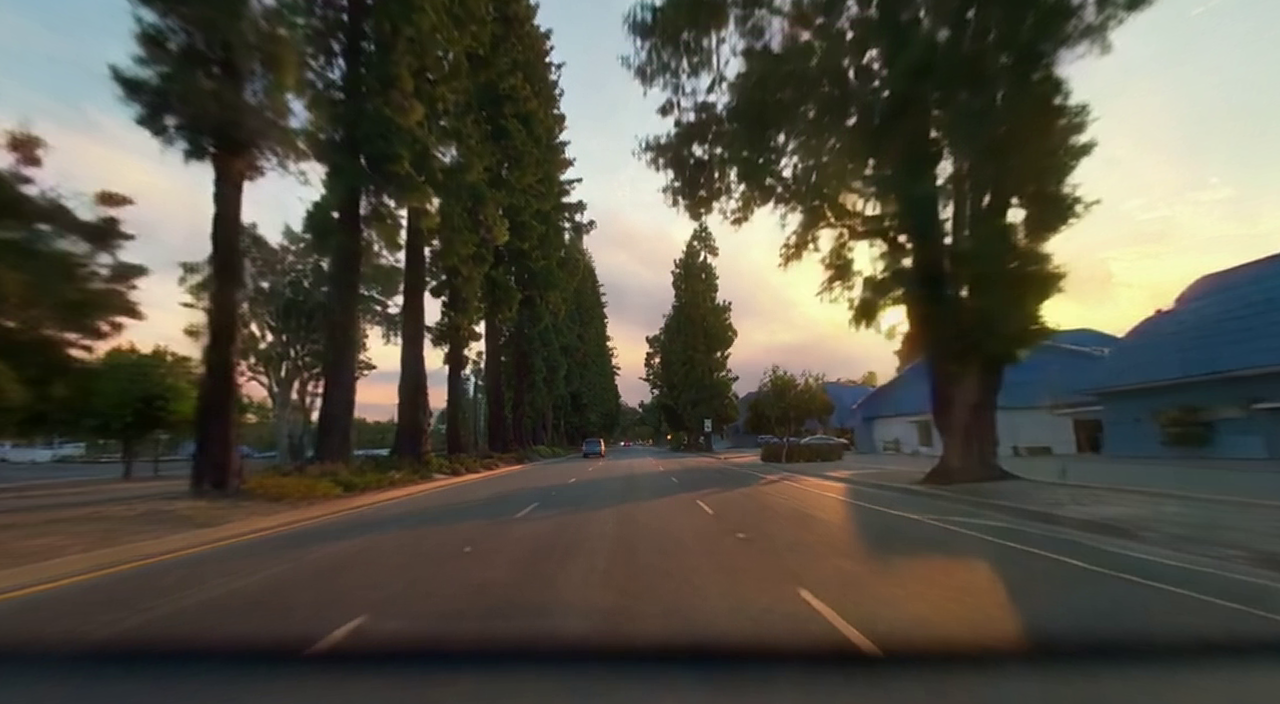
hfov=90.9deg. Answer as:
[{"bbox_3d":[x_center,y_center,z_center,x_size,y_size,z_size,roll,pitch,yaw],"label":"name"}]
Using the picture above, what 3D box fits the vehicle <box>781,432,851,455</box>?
[{"bbox_3d":[12.206,6.339,43.739,4.630,1.461,1.817,4,-9,-27],"label":"vehicle"}]
